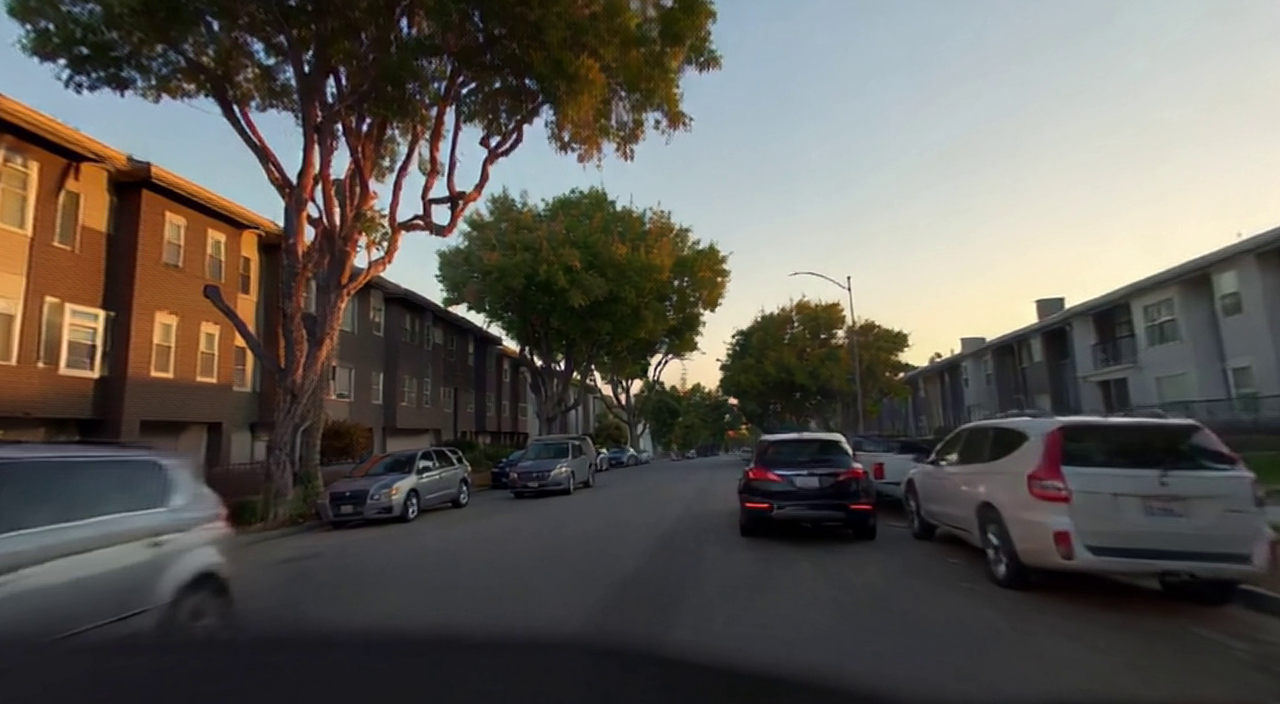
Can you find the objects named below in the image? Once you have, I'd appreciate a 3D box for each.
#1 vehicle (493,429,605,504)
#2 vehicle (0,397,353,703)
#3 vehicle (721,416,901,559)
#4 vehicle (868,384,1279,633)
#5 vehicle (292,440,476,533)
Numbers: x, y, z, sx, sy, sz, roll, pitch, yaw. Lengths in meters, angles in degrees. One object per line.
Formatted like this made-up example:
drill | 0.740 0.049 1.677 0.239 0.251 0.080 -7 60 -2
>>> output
vehicle | -2.664 3.542 19.971 2.197 2.047 4.985 -1 -9 8
vehicle | -3.712 1.130 3.248 2.018 1.691 3.995 -2 -9 11
vehicle | 2.403 2.035 10.339 2.055 1.717 5.172 -1 -9 7
vehicle | 4.479 1.524 7.276 2.082 1.799 5.207 -1 -8 4
vehicle | -5.637 2.980 14.685 2.002 1.774 4.568 -1 -9 6
